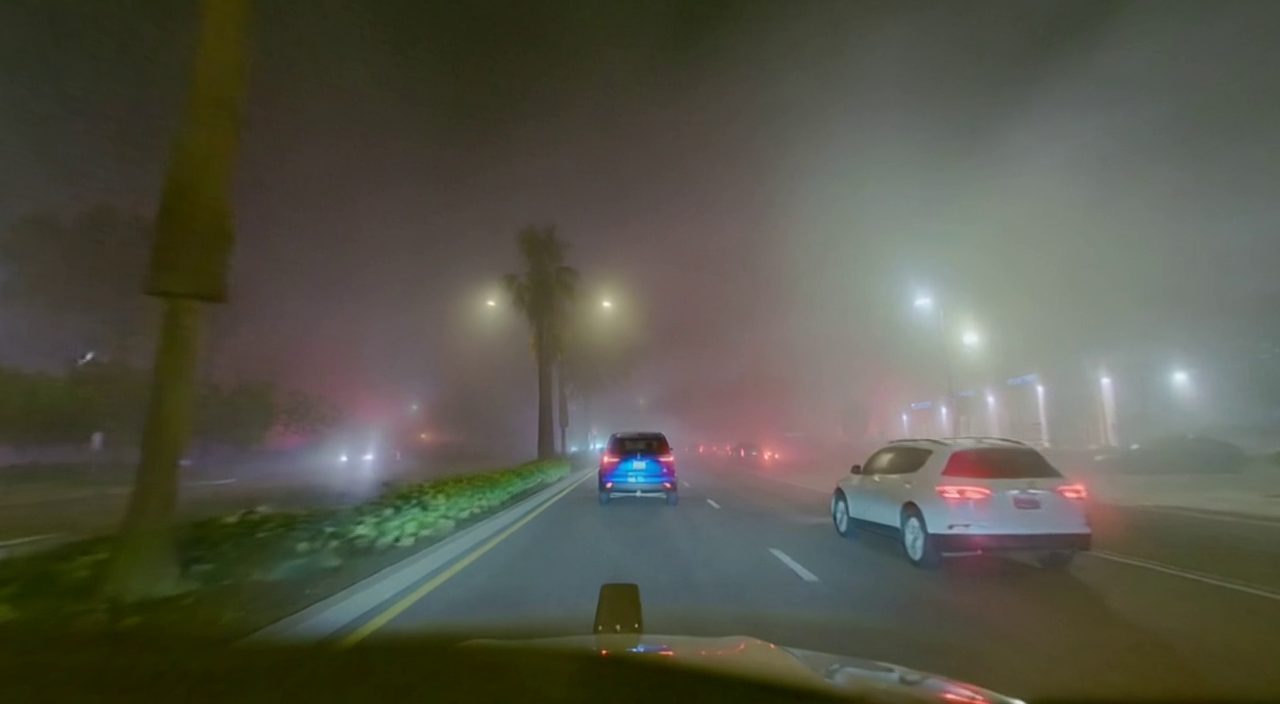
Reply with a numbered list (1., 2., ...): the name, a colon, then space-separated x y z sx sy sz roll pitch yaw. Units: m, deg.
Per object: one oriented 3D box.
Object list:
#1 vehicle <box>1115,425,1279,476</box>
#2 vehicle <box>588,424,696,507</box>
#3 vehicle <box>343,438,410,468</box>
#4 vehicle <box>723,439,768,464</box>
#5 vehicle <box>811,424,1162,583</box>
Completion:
1. vehicle: 19.399 3.390 21.807 4.392 1.628 1.982 0 -8 -3
2. vehicle: 0.025 2.675 15.317 2.239 1.693 4.301 0 -8 0
3. vehicle: -17.573 6.754 42.416 2.127 1.883 5.167 0 -8 1
4. vehicle: 6.648 6.314 40.292 1.930 1.457 4.267 0 -8 -2
5. vehicle: 3.883 1.759 8.273 1.941 1.472 4.570 0 -8 -1
